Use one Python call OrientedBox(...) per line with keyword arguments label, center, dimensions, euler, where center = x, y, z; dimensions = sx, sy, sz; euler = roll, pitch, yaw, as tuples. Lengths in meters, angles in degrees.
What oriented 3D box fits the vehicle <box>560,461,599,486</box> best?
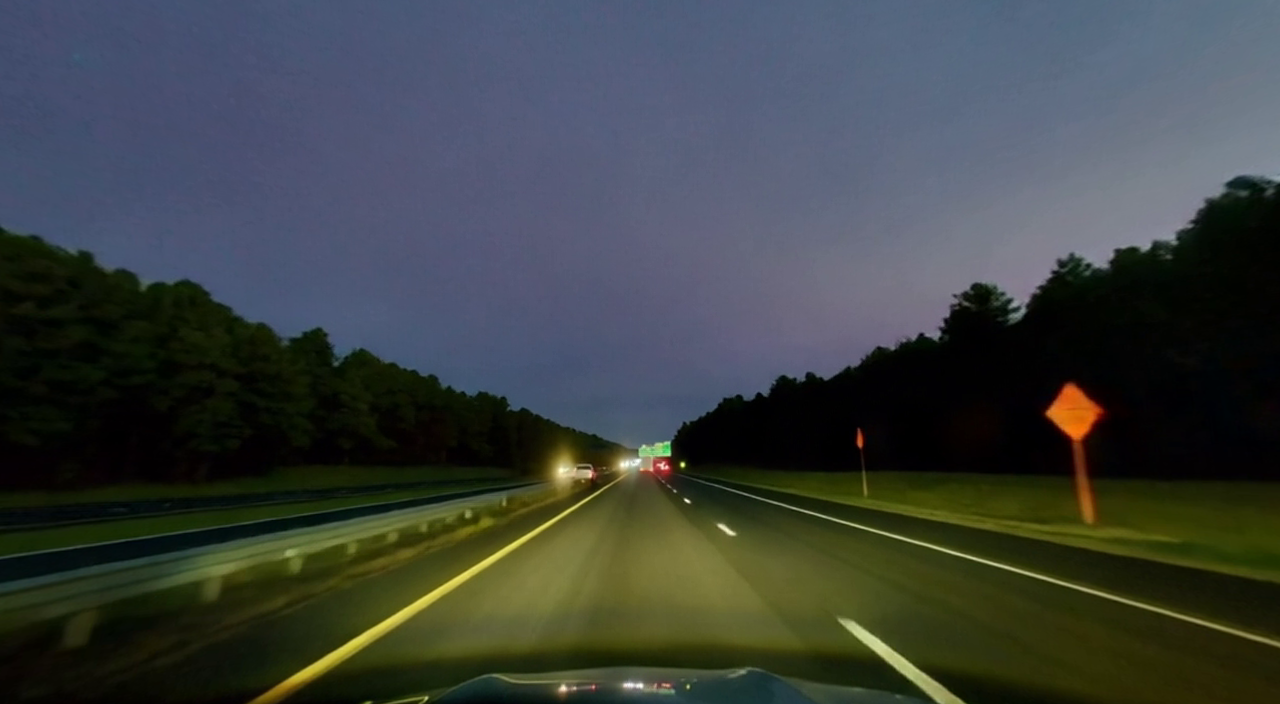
OrientedBox(label="vehicle", center=(-4.088, 8.348, 43.456), dimensions=(2.180, 1.618, 4.219), euler=(1, -10, 1))
